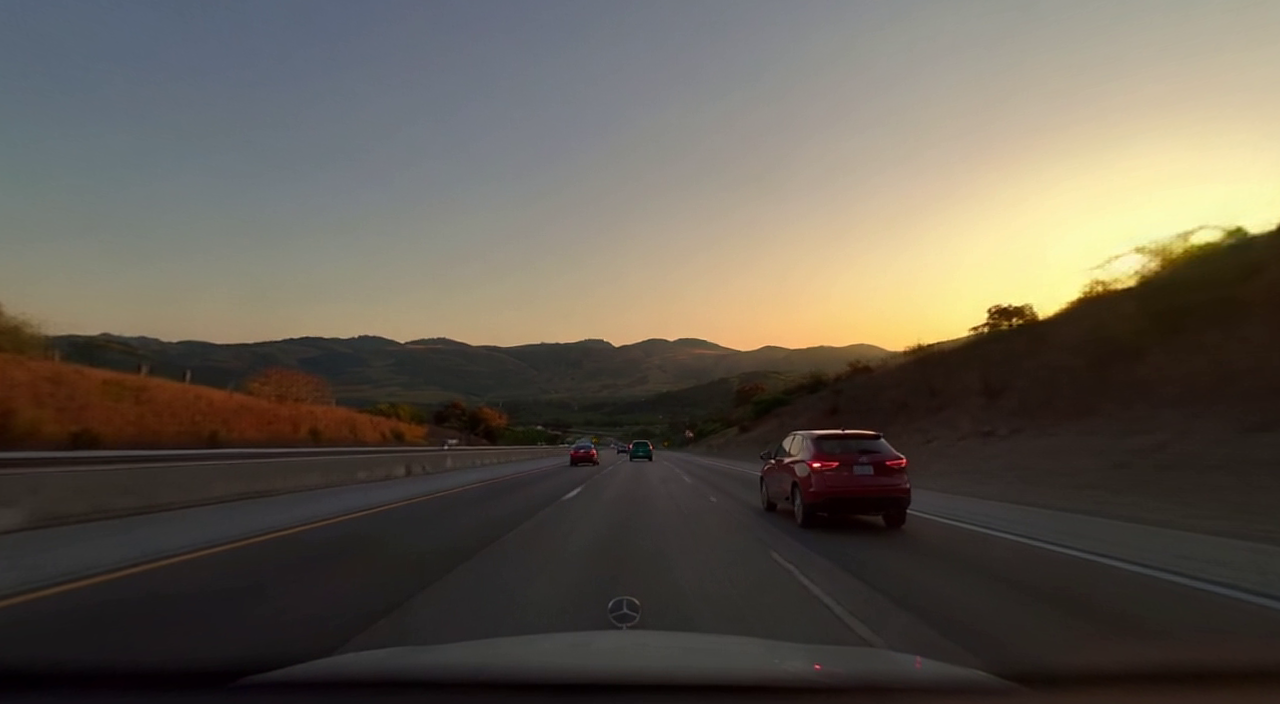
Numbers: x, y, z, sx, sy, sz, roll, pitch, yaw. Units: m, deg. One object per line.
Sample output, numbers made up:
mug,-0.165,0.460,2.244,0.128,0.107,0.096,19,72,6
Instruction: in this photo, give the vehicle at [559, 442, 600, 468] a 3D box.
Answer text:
vehicle,-3.711,6.383,39.193,2.082,1.485,4.237,0,-8,1

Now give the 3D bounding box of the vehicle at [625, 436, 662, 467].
vehicle,0.249,6.461,40.911,2.272,1.836,4.866,0,-8,0
